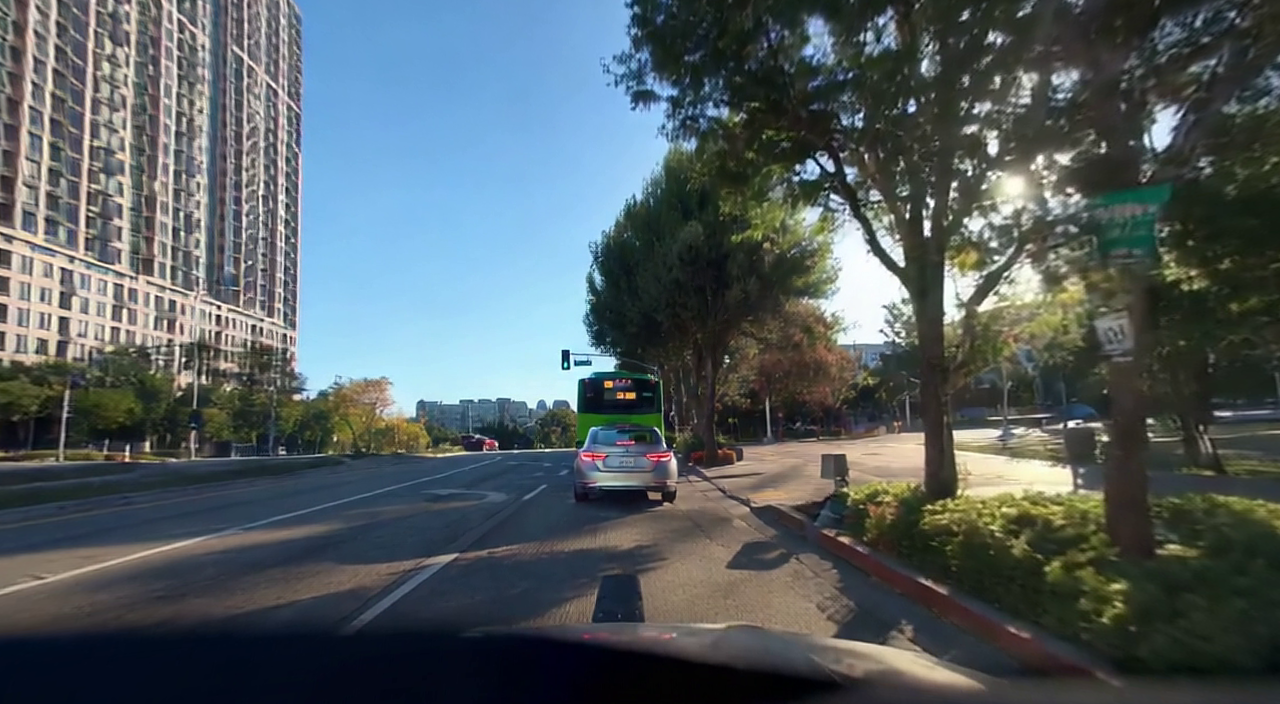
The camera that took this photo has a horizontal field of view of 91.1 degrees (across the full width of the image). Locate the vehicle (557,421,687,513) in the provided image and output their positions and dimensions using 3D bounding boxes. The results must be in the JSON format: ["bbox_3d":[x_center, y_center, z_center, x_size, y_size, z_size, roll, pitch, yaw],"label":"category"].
[{"bbox_3d":[-0.330,2.091,12.056,2.064,1.452,3.942,0,-7,-1],"label":"vehicle"}]
